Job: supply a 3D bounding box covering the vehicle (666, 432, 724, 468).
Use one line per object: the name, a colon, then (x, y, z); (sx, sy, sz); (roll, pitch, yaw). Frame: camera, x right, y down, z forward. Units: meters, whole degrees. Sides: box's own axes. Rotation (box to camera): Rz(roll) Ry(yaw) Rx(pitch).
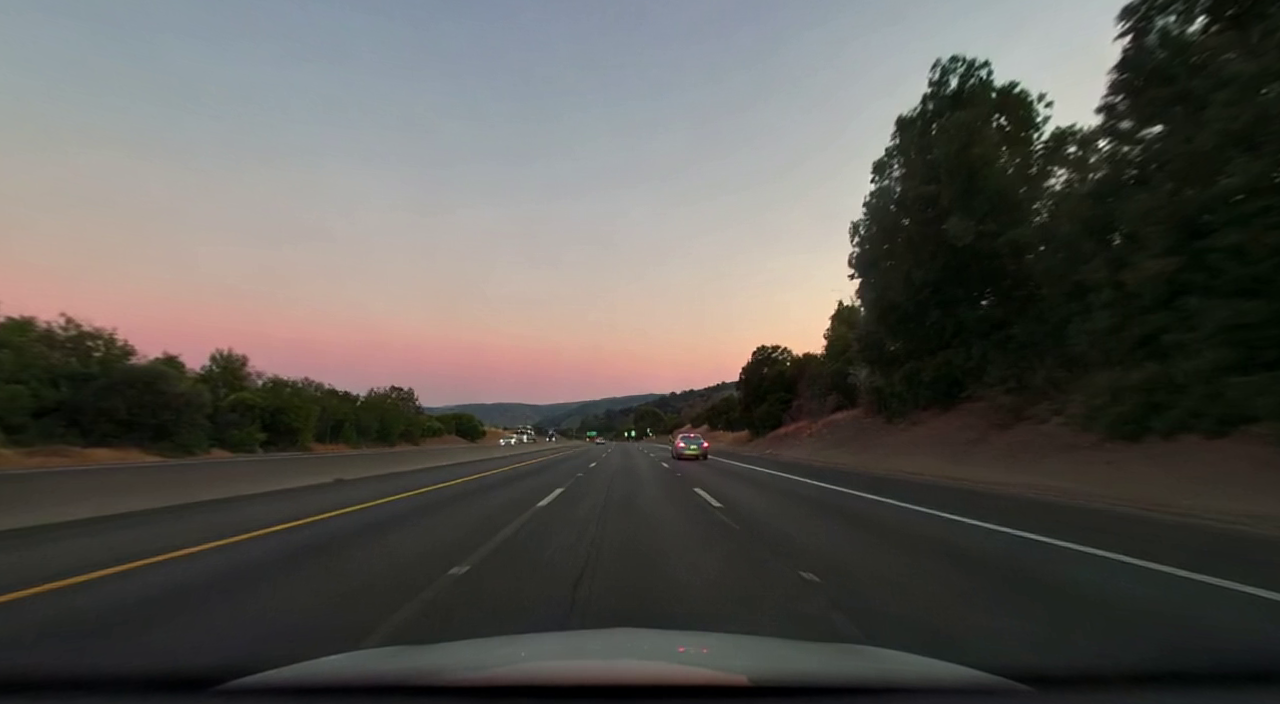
vehicle: (2.635, 4.836, 31.207); (2.349, 1.651, 4.161); (0, -8, -2)
